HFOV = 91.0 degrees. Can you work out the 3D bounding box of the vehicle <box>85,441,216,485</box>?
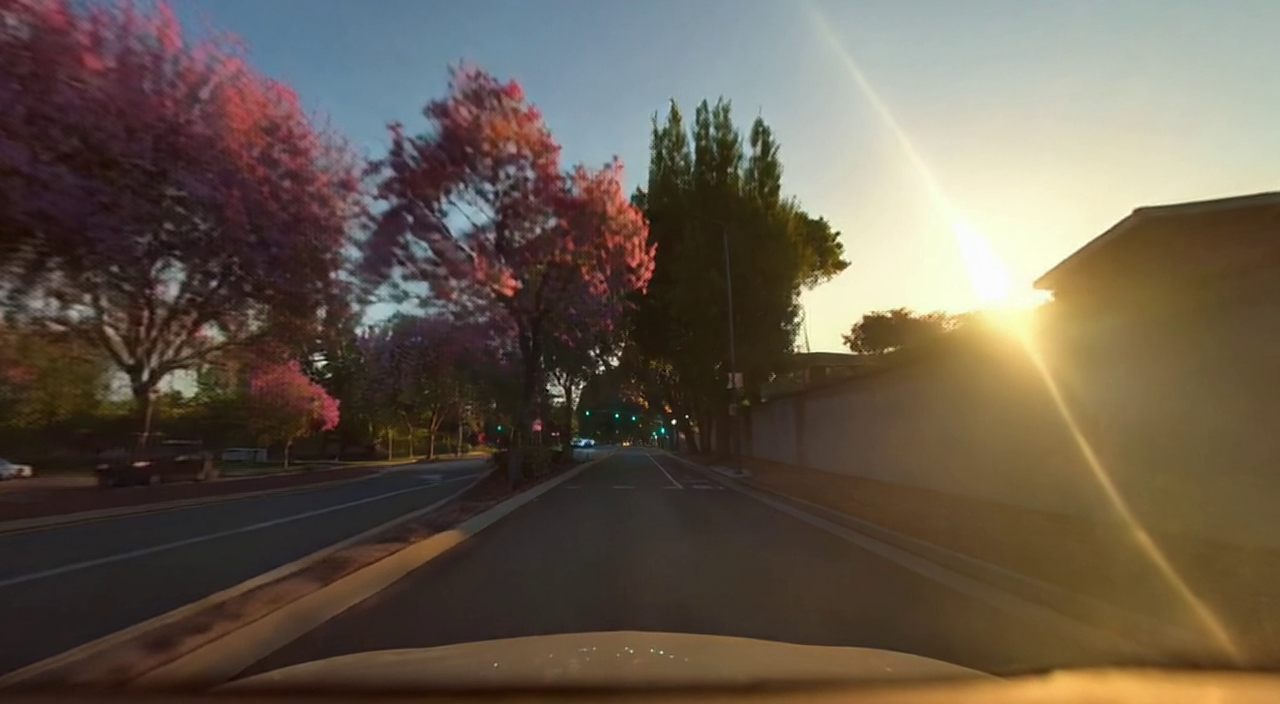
[{"bbox_3d":[-20.623,4.659,26.818,1.896,1.689,4.599,0,-8,0],"label":"vehicle"}]
